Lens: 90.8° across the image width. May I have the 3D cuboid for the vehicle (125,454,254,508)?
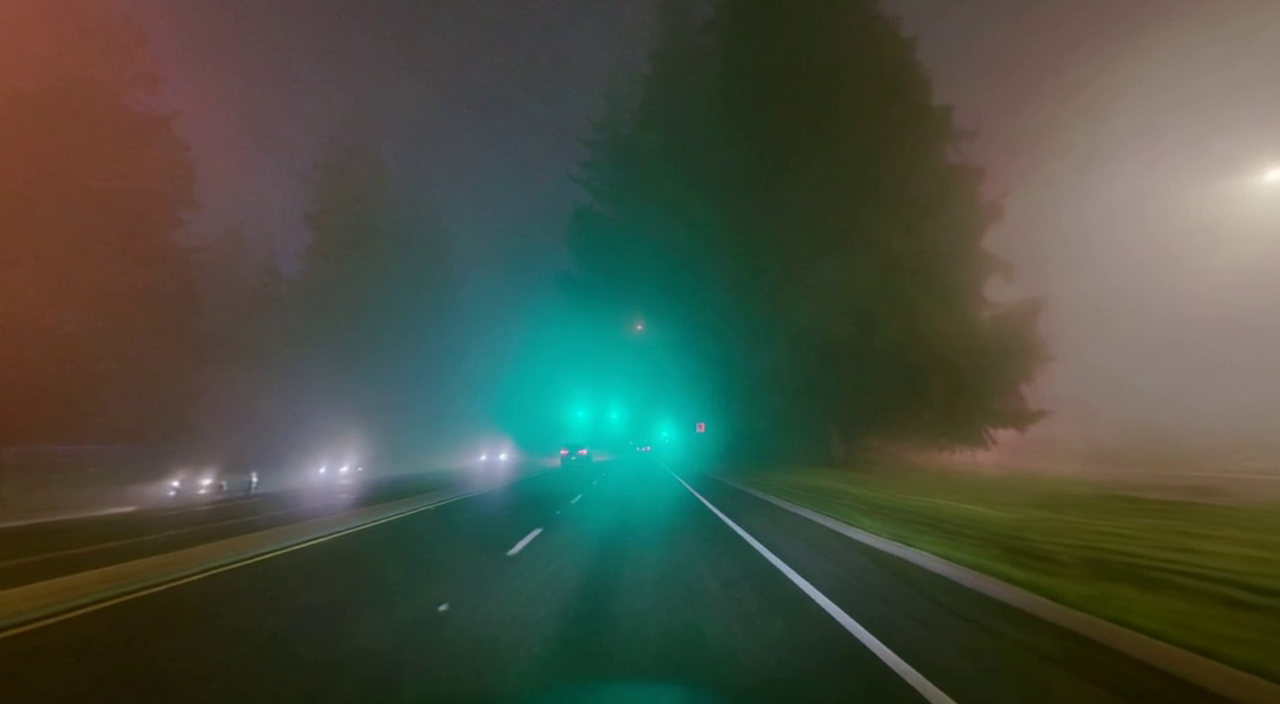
[{"bbox_3d":[-17.518,4.980,24.889,1.948,1.602,4.544,-4,-7,-3],"label":"vehicle"}]

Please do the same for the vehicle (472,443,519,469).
[{"bbox_3d":[-10.147,7.330,44.722,2.168,1.703,4.753,0,-8,1],"label":"vehicle"}]

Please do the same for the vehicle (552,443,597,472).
[{"bbox_3d":[-3.494,5.699,34.441,1.992,1.447,4.044,0,-8,0],"label":"vehicle"}]

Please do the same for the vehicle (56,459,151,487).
[{"bbox_3d":[-29.854,6.710,35.185,4.066,1.437,1.955,-3,-8,15],"label":"vehicle"}]

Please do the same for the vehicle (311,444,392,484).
[{"bbox_3d":[-17.444,6.752,38.530,2.255,1.987,5.723,-4,-7,1],"label":"vehicle"}]
